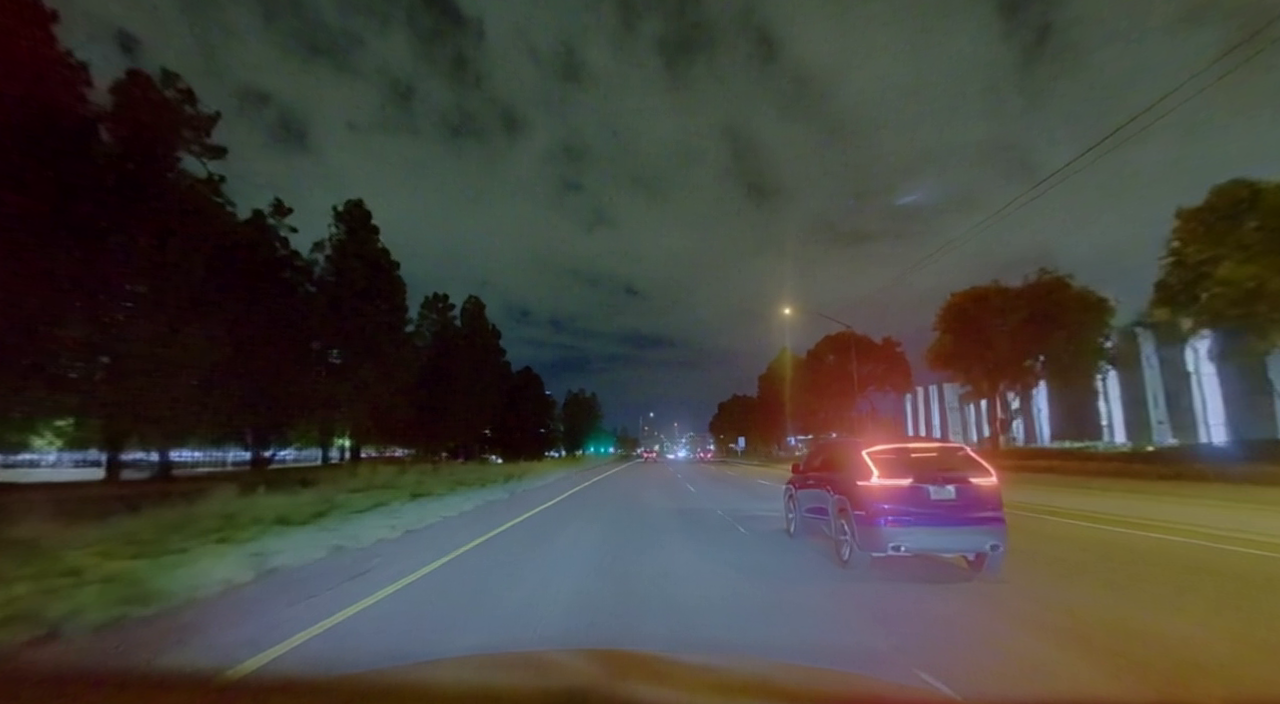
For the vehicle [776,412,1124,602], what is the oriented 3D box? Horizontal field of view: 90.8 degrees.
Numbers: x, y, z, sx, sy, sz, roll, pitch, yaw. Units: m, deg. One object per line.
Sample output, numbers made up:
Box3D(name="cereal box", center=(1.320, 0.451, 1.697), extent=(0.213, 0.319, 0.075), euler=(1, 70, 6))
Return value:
Box3D(name="vehicle", center=(3.220, 1.721, 7.819), extent=(2.060, 1.665, 4.284), euler=(0, -9, -1))
